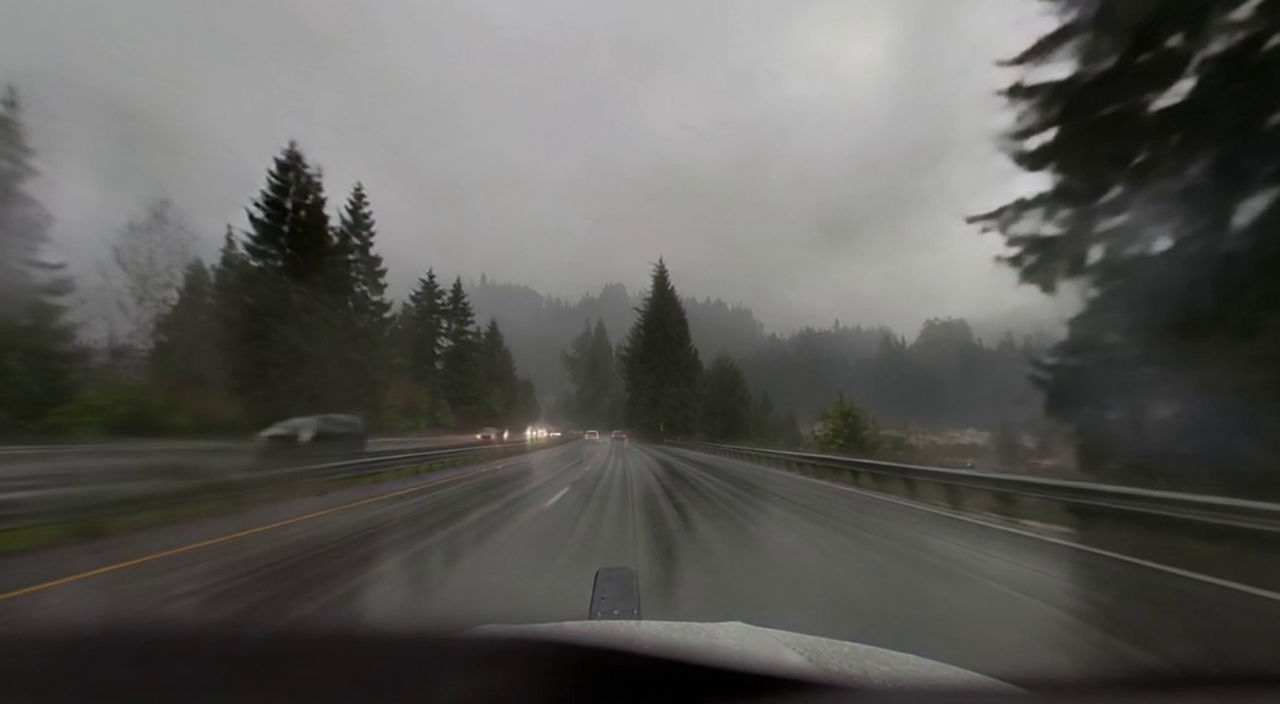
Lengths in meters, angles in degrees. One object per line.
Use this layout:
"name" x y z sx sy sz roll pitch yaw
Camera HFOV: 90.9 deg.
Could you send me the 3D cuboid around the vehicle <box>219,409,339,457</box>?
"vehicle" -13.425 3.090 23.839 1.920 1.636 4.632 0 -8 -2
